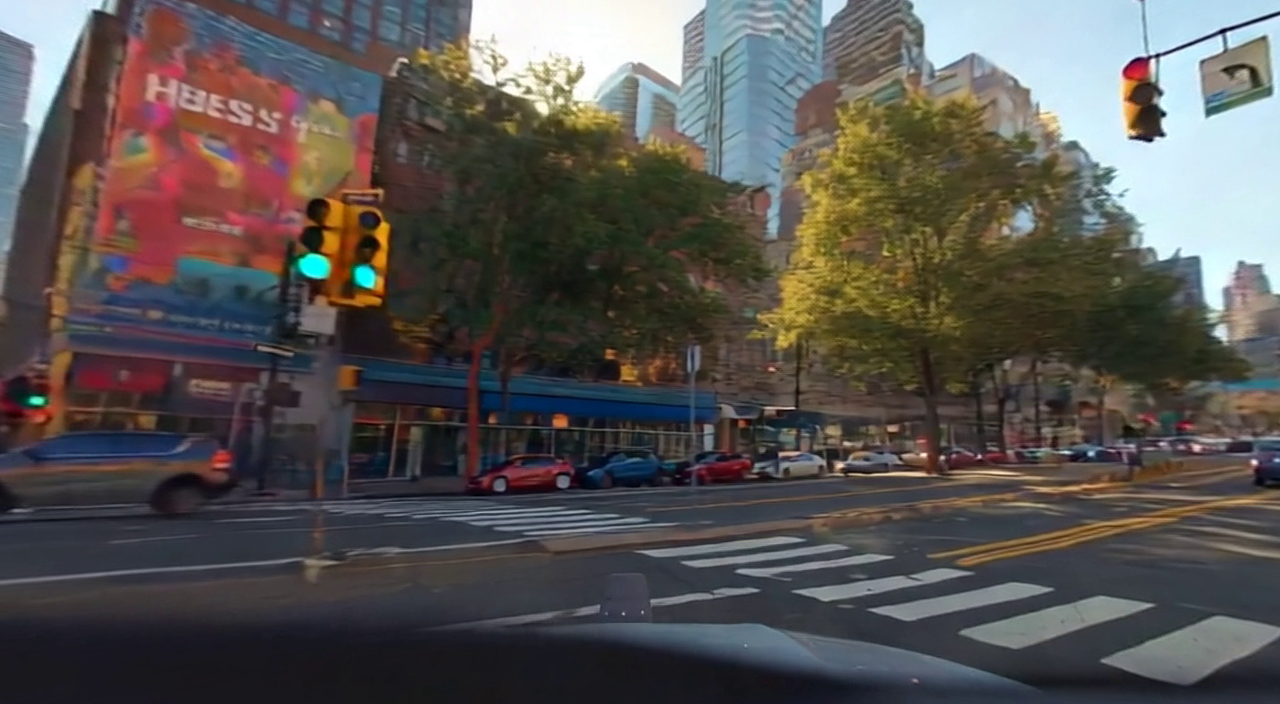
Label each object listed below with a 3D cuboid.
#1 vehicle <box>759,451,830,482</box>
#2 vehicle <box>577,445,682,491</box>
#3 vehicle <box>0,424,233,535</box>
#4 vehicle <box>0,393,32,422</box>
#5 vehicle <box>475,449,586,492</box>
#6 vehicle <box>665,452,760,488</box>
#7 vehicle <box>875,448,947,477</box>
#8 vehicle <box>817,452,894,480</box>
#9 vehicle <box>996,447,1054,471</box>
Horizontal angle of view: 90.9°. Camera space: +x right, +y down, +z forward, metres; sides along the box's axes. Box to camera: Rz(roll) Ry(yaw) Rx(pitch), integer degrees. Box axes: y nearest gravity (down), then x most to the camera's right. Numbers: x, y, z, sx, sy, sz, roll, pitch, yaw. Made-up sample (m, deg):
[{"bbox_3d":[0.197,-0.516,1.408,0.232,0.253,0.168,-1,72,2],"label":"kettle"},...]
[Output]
[{"bbox_3d":[8.353,6.157,34.011,3.522,1.546,1.721,6,-10,-34],"label":"vehicle"},{"bbox_3d":[-0.431,5.096,28.073,4.289,1.875,1.963,6,-10,-35],"label":"vehicle"},{"bbox_3d":[-9.573,2.061,10.516,4.291,1.606,1.859,8,-12,-43],"label":"vehicle"},{"bbox_3d":[-42.164,3.680,41.689,1.891,1.706,4.441,5,-10,-33],"label":"vehicle"},{"bbox_3d":[-4.367,4.736,25.506,4.035,1.586,1.738,6,-10,-34],"label":"vehicle"},{"bbox_3d":[3.538,5.653,30.528,4.418,1.556,1.814,6,-10,-34],"label":"vehicle"},{"bbox_3d":[16.974,6.846,39.465,4.502,1.696,1.884,6,-10,-33],"label":"vehicle"},{"bbox_3d":[12.481,6.546,36.456,4.494,1.481,1.783,6,-10,-34],"label":"vehicle"},{"bbox_3d":[28.890,7.973,47.242,4.574,1.700,1.911,6,-10,-34],"label":"vehicle"}]
